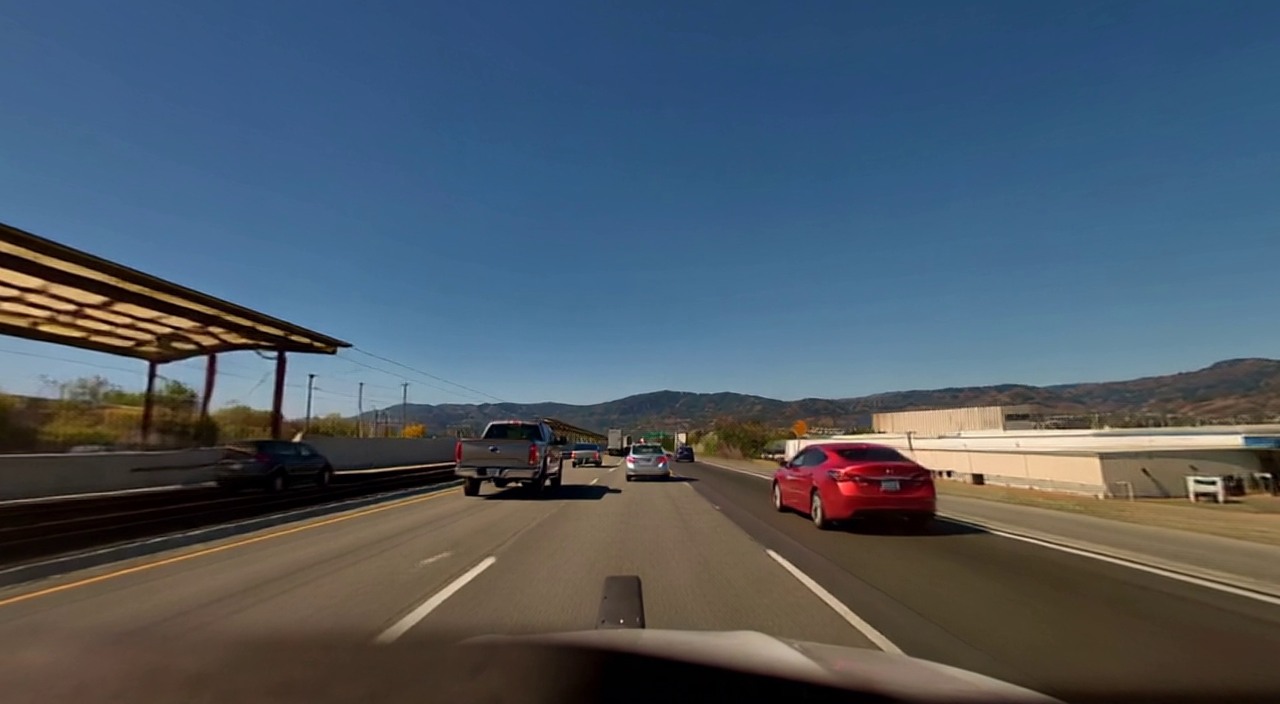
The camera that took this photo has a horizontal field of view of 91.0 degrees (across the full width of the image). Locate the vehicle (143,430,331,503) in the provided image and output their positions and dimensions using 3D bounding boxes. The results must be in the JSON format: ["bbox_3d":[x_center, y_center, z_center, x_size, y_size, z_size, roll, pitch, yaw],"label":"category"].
[{"bbox_3d":[-10.795,3.095,17.444,2.137,1.728,4.665,0,-9,-1],"label":"vehicle"}]

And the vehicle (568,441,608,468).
[{"bbox_3d":[-3.279,6.638,40.850,2.151,1.613,4.786,0,-9,1],"label":"vehicle"}]

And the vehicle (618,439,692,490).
[{"bbox_3d":[0.420,3.625,20.592,2.171,1.493,4.081,0,-9,-1],"label":"vehicle"}]

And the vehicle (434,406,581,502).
[{"bbox_3d":[-3.412,2.889,18.133,2.733,2.230,6.820,0,-9,0],"label":"vehicle"}]

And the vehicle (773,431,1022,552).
[{"bbox_3d":[3.753,2.120,10.371,2.023,1.510,4.773,0,-9,-1],"label":"vehicle"}]
